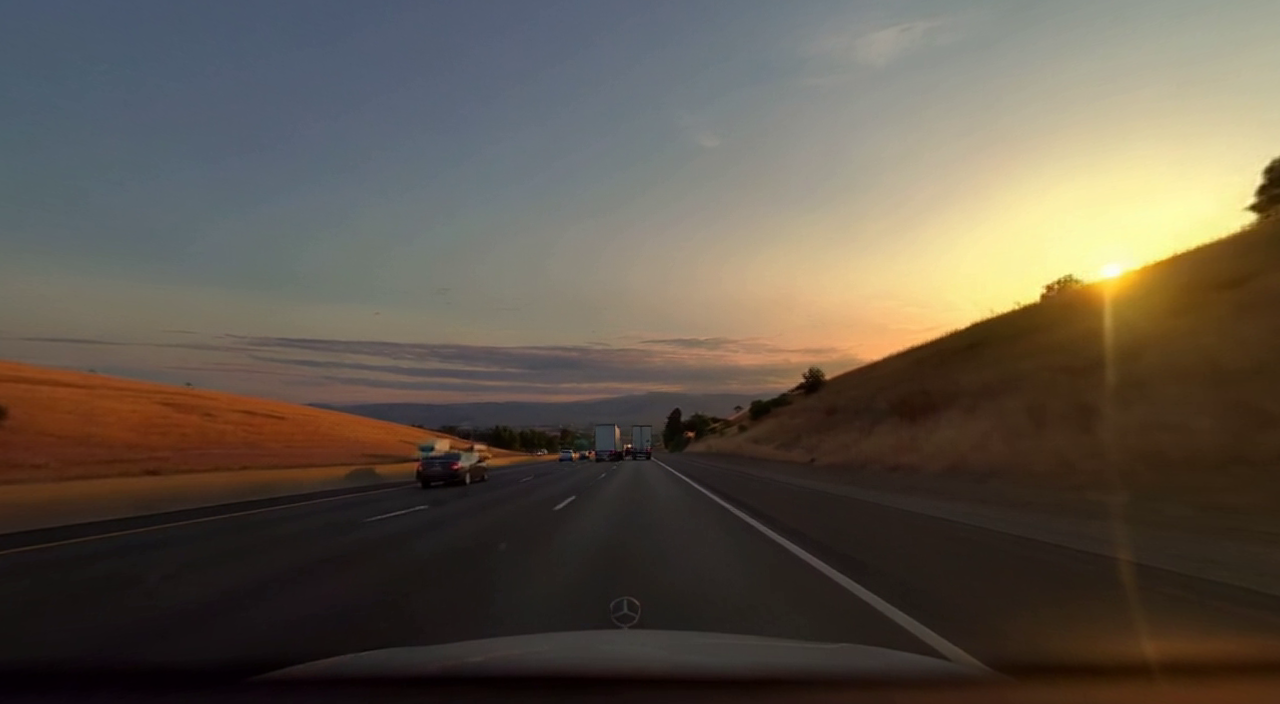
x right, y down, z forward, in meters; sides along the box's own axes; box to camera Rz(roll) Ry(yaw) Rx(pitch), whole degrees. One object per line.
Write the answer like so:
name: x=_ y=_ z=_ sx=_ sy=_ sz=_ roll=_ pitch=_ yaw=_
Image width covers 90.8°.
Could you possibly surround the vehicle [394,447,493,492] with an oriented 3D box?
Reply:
vehicle: x=-7.090 y=4.294 z=23.435 sx=2.036 sy=1.474 sz=5.011 roll=0 pitch=-9 yaw=0
